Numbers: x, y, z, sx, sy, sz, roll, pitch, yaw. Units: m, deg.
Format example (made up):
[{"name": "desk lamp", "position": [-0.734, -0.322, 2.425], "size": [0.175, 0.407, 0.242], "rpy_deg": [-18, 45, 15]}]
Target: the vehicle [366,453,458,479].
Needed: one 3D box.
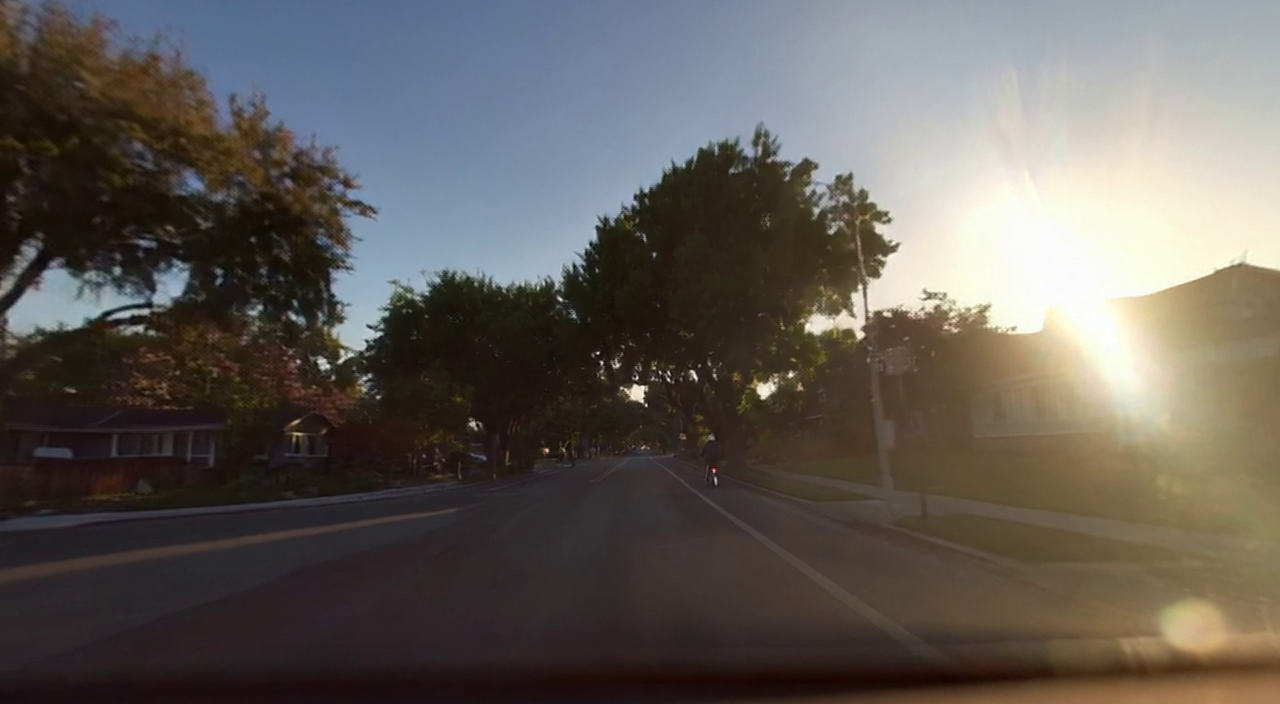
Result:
[{"name": "vehicle", "position": [-13.385, 6.735, 37.360], "size": [4.717, 1.465, 1.887], "rpy_deg": [0, -9, -4]}]
